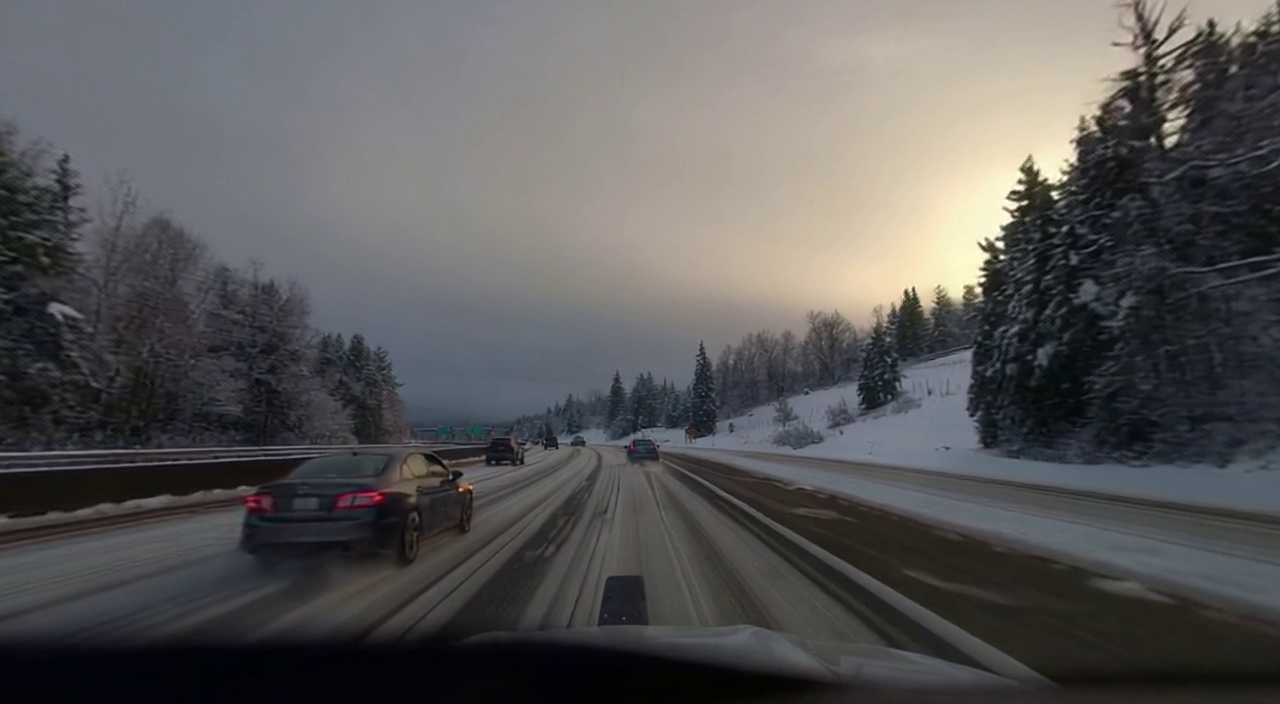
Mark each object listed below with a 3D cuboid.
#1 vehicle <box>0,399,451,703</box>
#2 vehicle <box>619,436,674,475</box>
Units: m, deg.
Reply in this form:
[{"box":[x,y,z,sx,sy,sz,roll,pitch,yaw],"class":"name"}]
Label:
[{"box":[-3.643,1.376,5.738,2.246,1.519,4.980,0,-9,1],"class":"vehicle"},{"box":[0.167,4.145,25.387,2.051,1.444,3.927,0,-9,-2],"class":"vehicle"}]
